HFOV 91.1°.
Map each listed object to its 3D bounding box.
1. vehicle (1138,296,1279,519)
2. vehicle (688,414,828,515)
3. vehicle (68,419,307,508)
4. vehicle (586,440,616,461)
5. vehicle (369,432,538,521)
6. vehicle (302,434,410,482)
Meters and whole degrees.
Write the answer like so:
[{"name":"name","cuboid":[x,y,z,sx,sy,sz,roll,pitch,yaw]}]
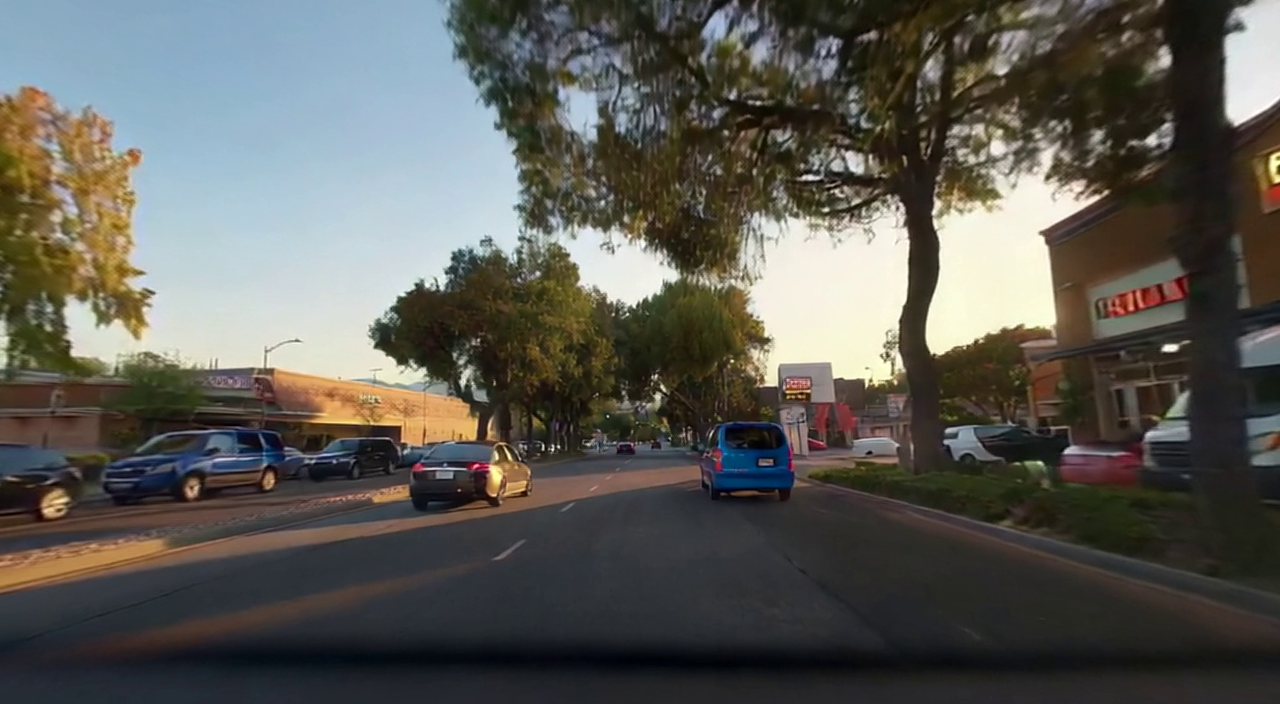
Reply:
[{"name":"vehicle","cuboid":[13.161,0.975,10.425,7.188,3.303,2.772,0,-8,0]},{"name":"vehicle","cuboid":[2.255,2.328,13.408,2.293,1.779,4.457,0,-8,2]},{"name":"vehicle","cuboid":[-11.856,2.963,17.193,2.359,2.018,5.504,0,-8,1]},{"name":"vehicle","cuboid":[-2.800,7.200,45.868,1.840,1.442,4.050,0,-8,1]},{"name":"vehicle","cuboid":[-3.519,2.432,12.828,1.966,1.481,4.385,0,-8,2]},{"name":"vehicle","cuboid":[-11.694,4.383,26.334,2.117,1.787,4.917,0,-8,1]}]
